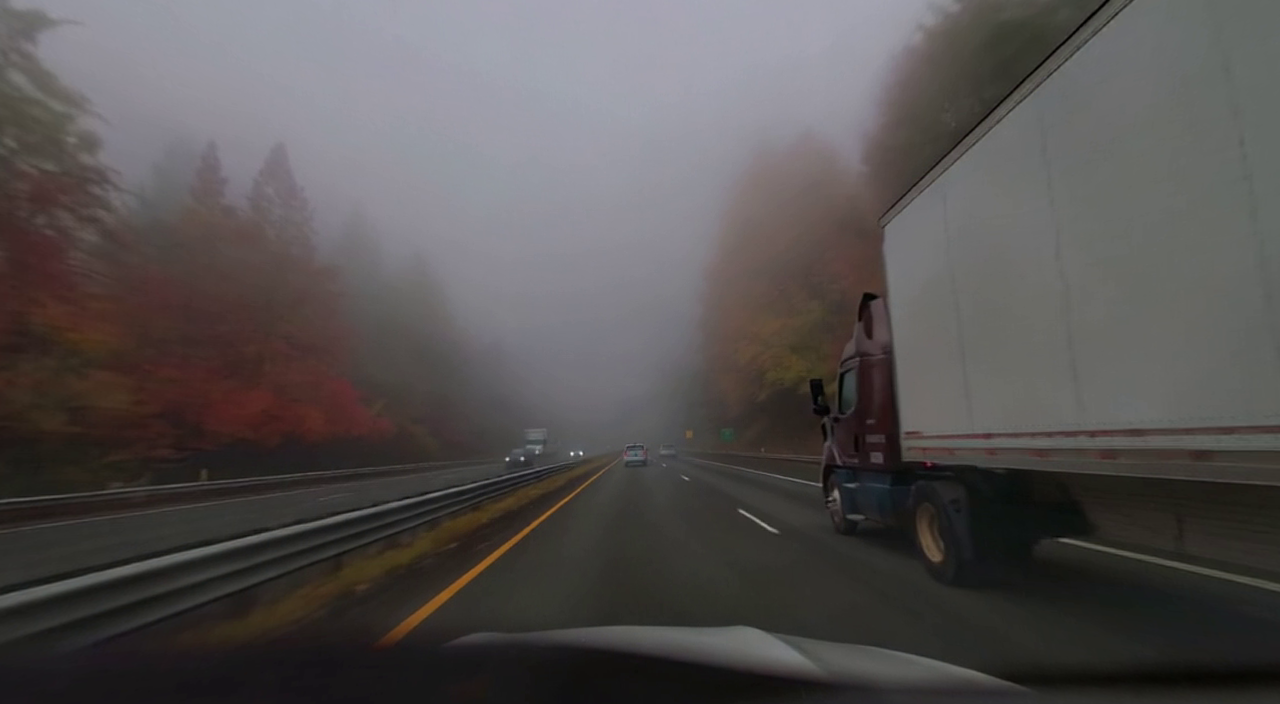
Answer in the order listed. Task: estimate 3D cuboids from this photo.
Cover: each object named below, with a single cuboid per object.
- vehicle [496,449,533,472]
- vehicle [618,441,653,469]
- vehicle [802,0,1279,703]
[{"bbox_3d":[-9.172,7.945,46.095,1.941,1.521,4.082,0,-9,0],"label":"vehicle"},{"bbox_3d":[-0.351,6.738,41.284,2.151,1.693,4.201,0,-9,-2],"label":"vehicle"},{"bbox_3d":[4.297,-0.256,3.237,3.068,4.042,13.787,0,-9,-1],"label":"vehicle"}]
